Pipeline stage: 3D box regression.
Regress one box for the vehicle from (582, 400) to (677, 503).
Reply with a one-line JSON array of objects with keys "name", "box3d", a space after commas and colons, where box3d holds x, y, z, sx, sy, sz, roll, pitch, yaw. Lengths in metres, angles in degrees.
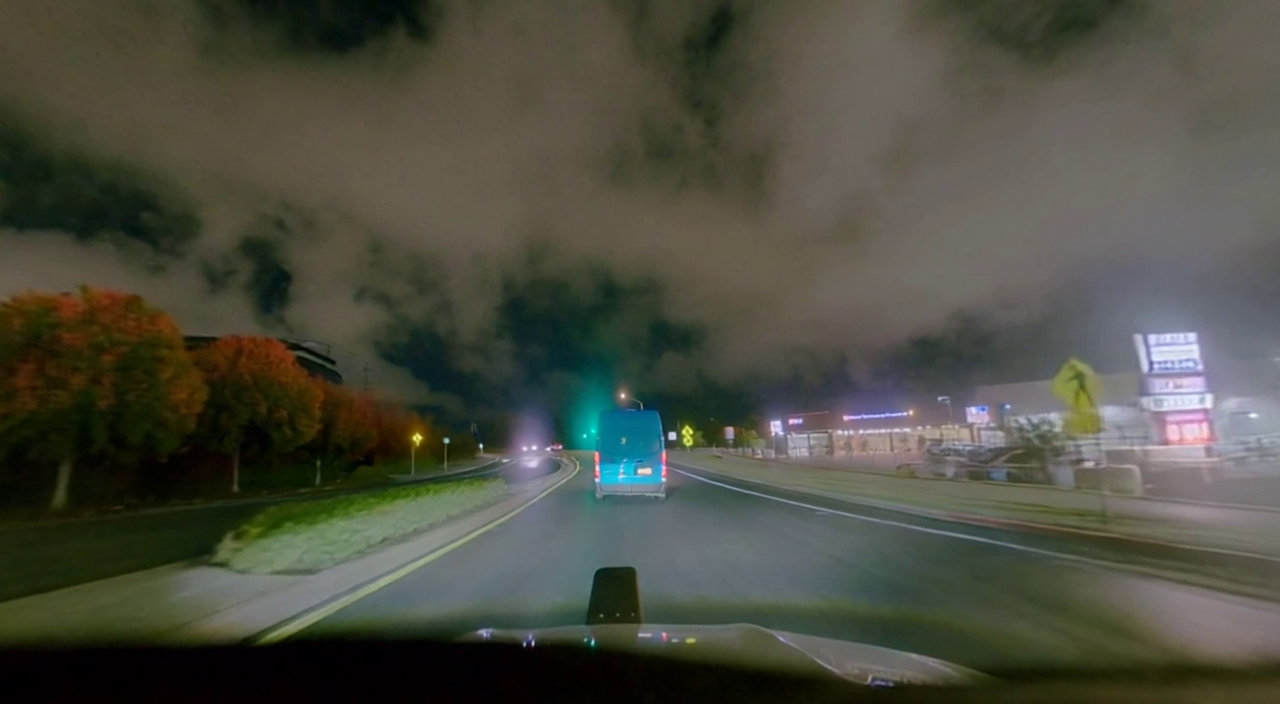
[{"name": "vehicle", "box3d": [-0.423, 2.987, 19.037, 2.432, 2.624, 5.670, 0, -9, -3]}]
